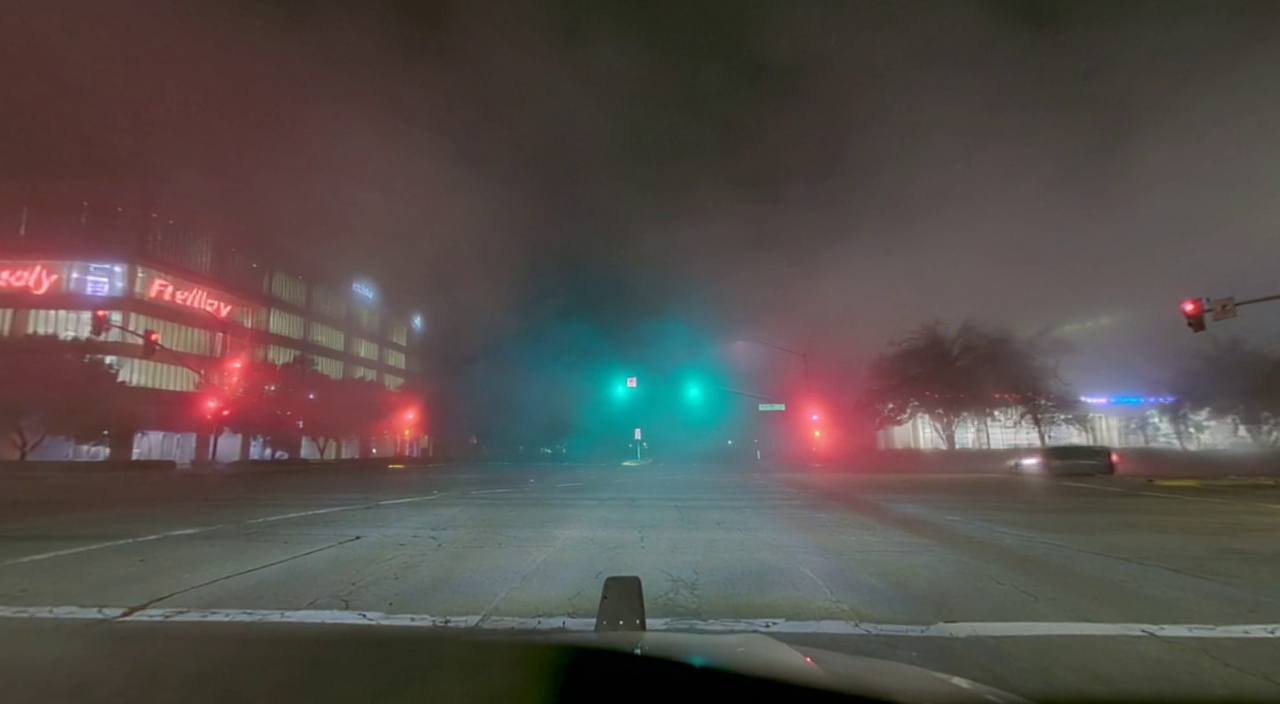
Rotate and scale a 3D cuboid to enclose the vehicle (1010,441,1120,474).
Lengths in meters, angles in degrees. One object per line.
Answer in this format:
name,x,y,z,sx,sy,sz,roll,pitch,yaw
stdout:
vehicle,23.513,5.843,35.066,4.639,1.699,2.030,0,-9,-3
